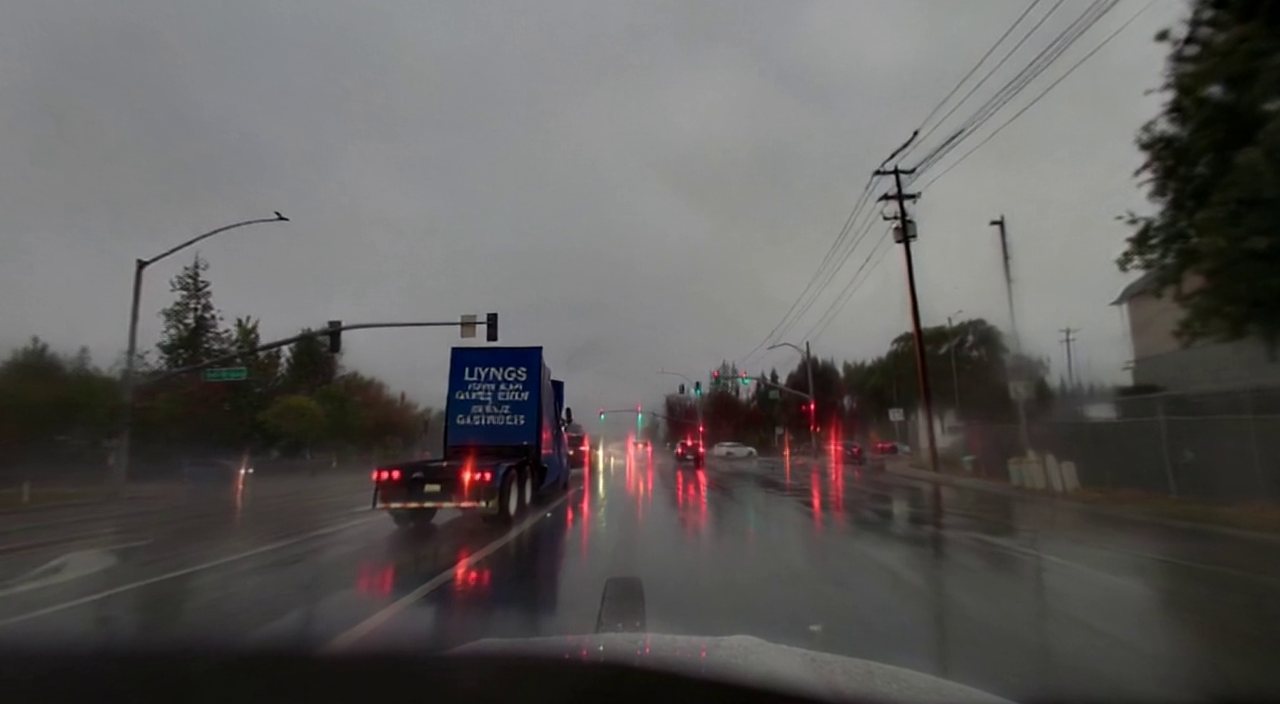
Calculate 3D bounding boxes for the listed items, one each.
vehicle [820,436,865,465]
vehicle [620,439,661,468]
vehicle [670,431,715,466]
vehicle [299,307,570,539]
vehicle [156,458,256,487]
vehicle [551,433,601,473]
[{"bbox_3d":[12.350,5.940,38.260,2.102,1.662,4.533,-4,-9,23],"label":"vehicle"},{"bbox_3d":[0.018,5.571,34.923,2.117,1.499,4.036,0,-8,-1],"label":"vehicle"},{"bbox_3d":[2.932,5.552,36.332,2.086,1.849,4.607,0,-8,-1],"label":"vehicle"},{"bbox_3d":[-3.399,1.599,13.324,2.889,3.347,8.285,0,-8,0],"label":"vehicle"},{"bbox_3d":[-27.633,7.681,40.425,4.718,1.630,2.087,2,-9,-14],"label":"vehicle"},{"bbox_3d":[-3.133,5.070,31.894,1.994,1.806,4.564,0,-8,1],"label":"vehicle"}]
